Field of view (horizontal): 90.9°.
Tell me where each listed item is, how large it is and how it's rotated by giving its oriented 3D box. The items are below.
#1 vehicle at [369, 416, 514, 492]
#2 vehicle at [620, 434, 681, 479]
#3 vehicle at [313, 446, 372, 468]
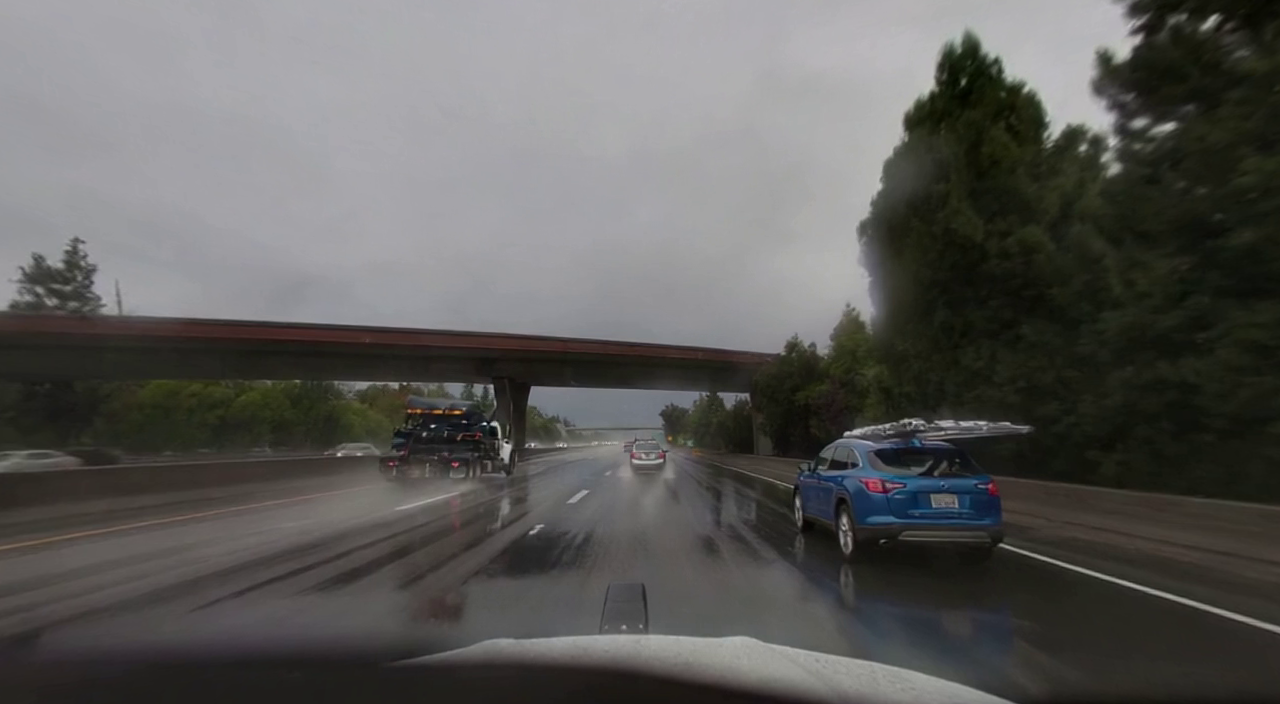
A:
[{"bbox_3d":[-6.661,3.580,22.481,2.827,2.236,7.057,0,-8,1],"label":"vehicle"},{"bbox_3d":[0.409,4.299,26.225,2.336,1.722,4.212,0,-8,1],"label":"vehicle"},{"bbox_3d":[-20.696,7.306,44.061,1.818,1.433,4.380,0,-8,2],"label":"vehicle"}]
